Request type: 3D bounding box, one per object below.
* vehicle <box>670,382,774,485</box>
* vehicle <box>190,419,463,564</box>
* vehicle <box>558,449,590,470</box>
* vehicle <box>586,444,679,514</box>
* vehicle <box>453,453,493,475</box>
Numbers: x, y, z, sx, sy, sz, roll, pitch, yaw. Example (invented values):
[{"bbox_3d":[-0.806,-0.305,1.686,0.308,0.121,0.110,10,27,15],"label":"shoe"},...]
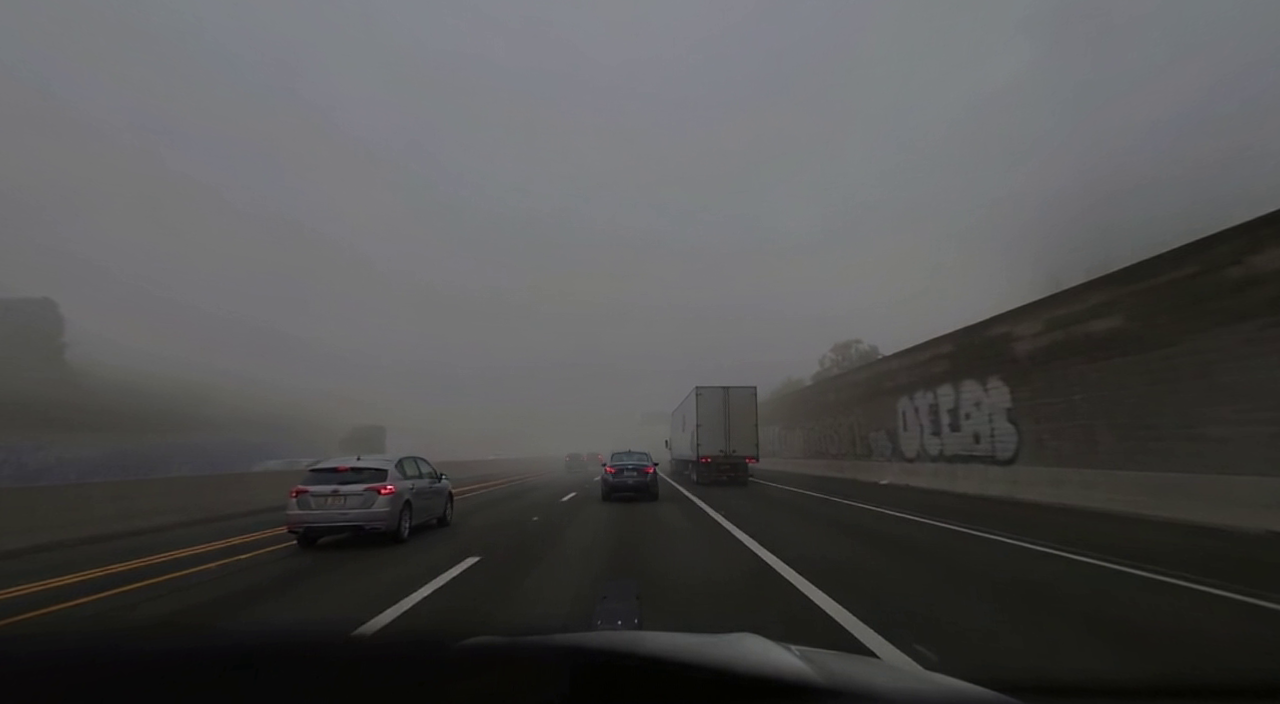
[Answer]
[{"bbox_3d":[3.557,4.280,31.991,2.902,4.014,14.446,0,-9,-2],"label":"vehicle"},{"bbox_3d":[-4.530,2.075,10.152,1.988,1.750,4.711,0,-9,0],"label":"vehicle"},{"bbox_3d":[-5.043,8.277,48.418,2.067,1.481,4.085,0,-9,0],"label":"vehicle"},{"bbox_3d":[-0.225,3.073,15.736,2.033,1.468,4.015,0,-9,-2],"label":"vehicle"},{"bbox_3d":[-12.211,8.208,46.188,1.768,1.443,4.425,-1,-9,0],"label":"vehicle"}]
